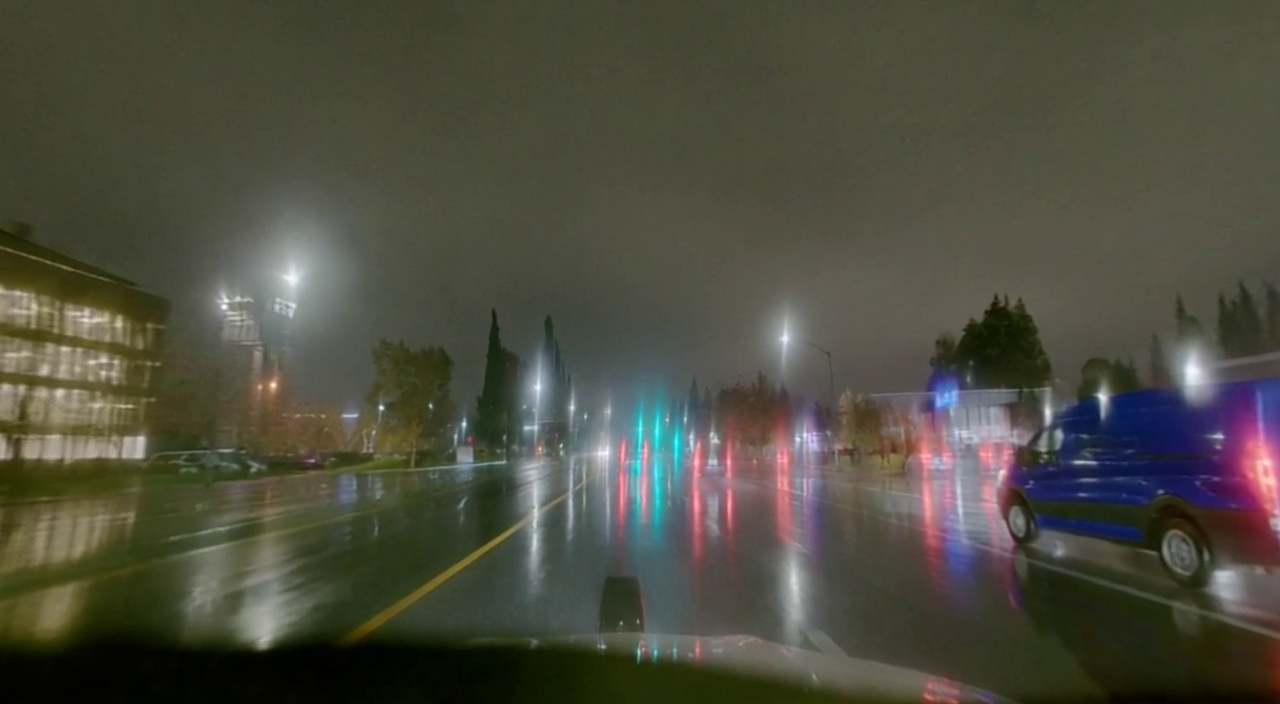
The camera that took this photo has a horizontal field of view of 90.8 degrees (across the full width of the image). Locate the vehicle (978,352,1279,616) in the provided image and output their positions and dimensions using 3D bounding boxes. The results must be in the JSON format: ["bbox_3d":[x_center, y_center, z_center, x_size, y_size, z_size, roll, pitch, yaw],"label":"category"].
[{"bbox_3d":[6.493,1.315,6.791,2.573,2.127,5.568,0,-9,0],"label":"vehicle"}]

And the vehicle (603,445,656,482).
[{"bbox_3d":[-0.454,4.733,27.197,2.095,1.456,3.873,0,-9,-1],"label":"vehicle"}]

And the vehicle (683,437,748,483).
[{"bbox_3d":[3.054,4.477,26.451,2.047,1.711,4.265,0,-9,-2],"label":"vehicle"}]

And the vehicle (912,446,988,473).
[{"bbox_3d":[18.408,6.371,37.783,2.017,1.466,4.733,0,-9,-2],"label":"vehicle"}]

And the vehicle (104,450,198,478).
[{"bbox_3d":[-29.029,6.642,37.715,1.877,1.455,4.629,-1,-8,0],"label":"vehicle"}]
